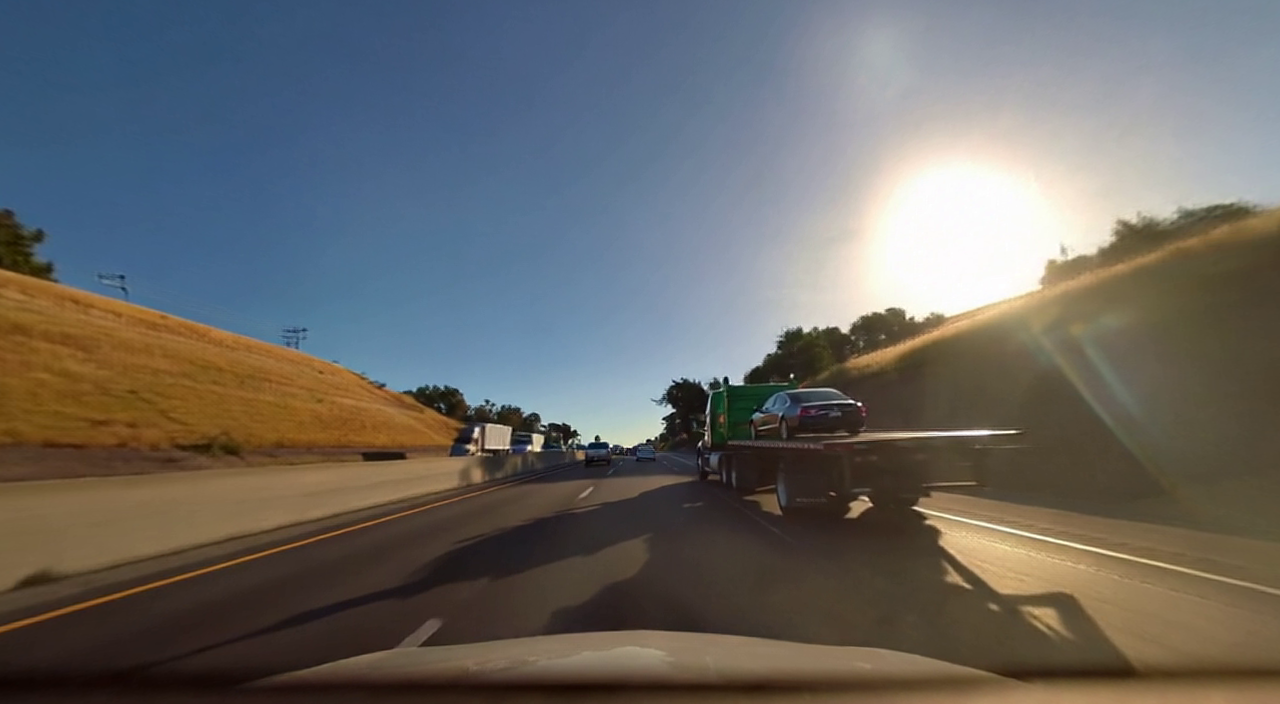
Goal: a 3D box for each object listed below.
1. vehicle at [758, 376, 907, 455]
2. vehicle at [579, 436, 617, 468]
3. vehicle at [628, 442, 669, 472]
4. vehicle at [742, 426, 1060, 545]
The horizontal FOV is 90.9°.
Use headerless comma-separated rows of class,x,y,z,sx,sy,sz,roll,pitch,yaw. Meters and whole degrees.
vehicle,4.163,1.571,14.456,1.968,1.547,4.215,0,-9,-2
vehicle,-2.814,6.888,43.560,2.142,2.044,4.446,-1,-9,2
vehicle,0.461,5.711,34.451,2.086,1.497,3.681,0,-9,1
vehicle,4.277,2.532,13.258,2.654,1.574,9.537,0,-9,0
